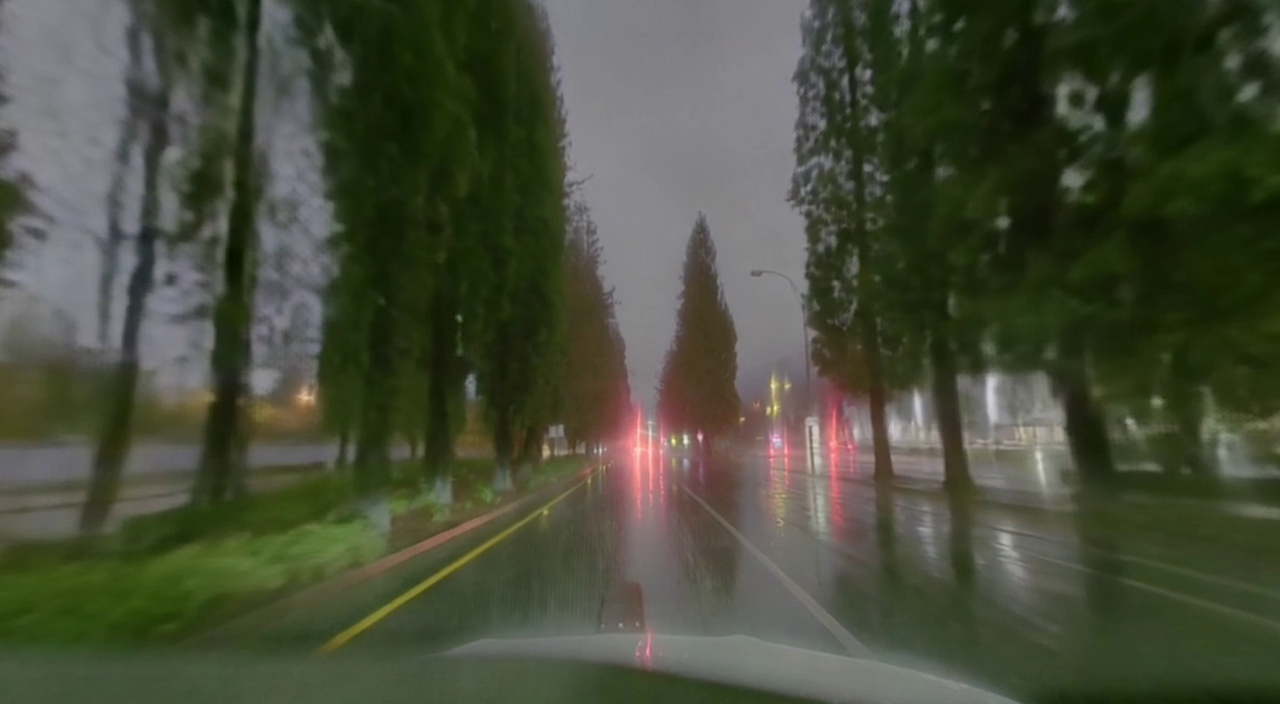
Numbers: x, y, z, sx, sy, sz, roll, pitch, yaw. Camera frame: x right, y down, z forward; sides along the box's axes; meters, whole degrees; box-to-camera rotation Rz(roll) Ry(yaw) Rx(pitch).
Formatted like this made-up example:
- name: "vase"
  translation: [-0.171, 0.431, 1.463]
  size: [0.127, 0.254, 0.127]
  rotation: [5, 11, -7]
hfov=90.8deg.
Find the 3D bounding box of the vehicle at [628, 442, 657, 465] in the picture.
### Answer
- name: "vehicle"
  translation: [0.172, 7.619, 47.636]
  size: [2.048, 1.584, 4.393]
  rotation: [0, -8, 0]
